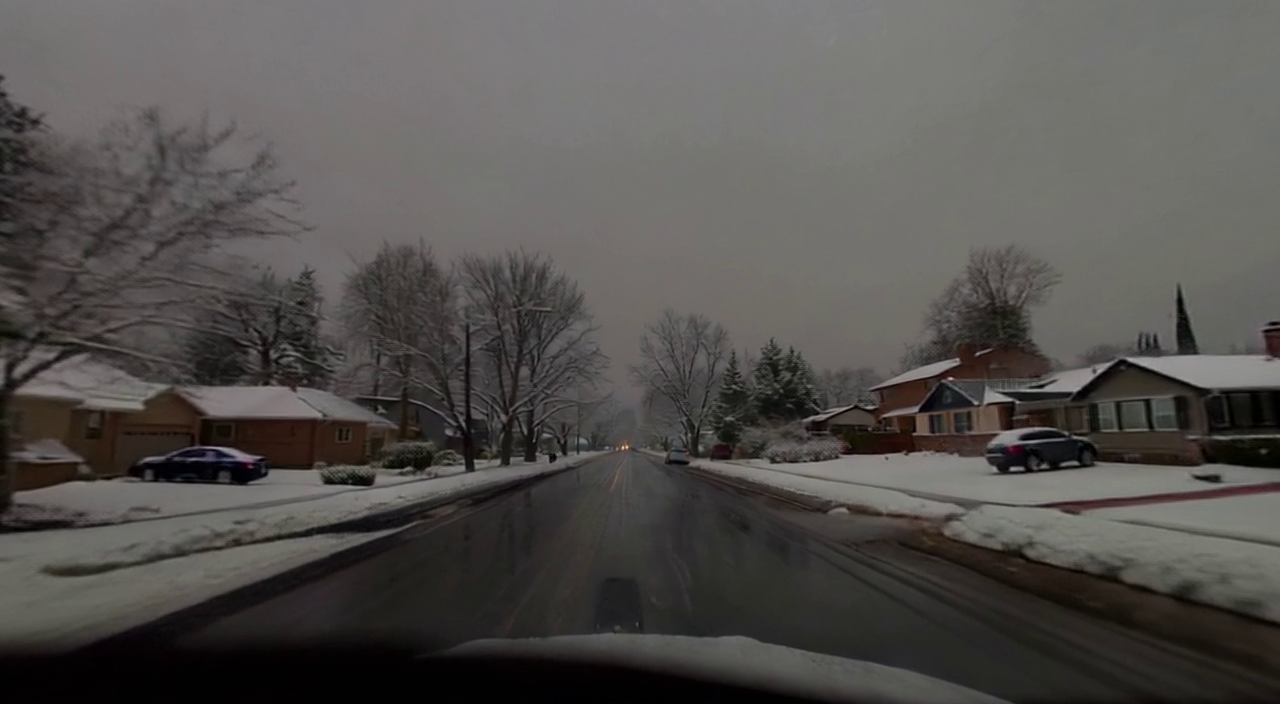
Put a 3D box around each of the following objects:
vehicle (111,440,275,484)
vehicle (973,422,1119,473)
[{"bbox_3d":[-16.032,3.970,22.768,4.351,1.474,2.015,0,-9,-2],"label":"vehicle"},{"bbox_3d":[15.129,3.558,23.523,4.468,1.728,2.135,3,-9,-19],"label":"vehicle"}]
